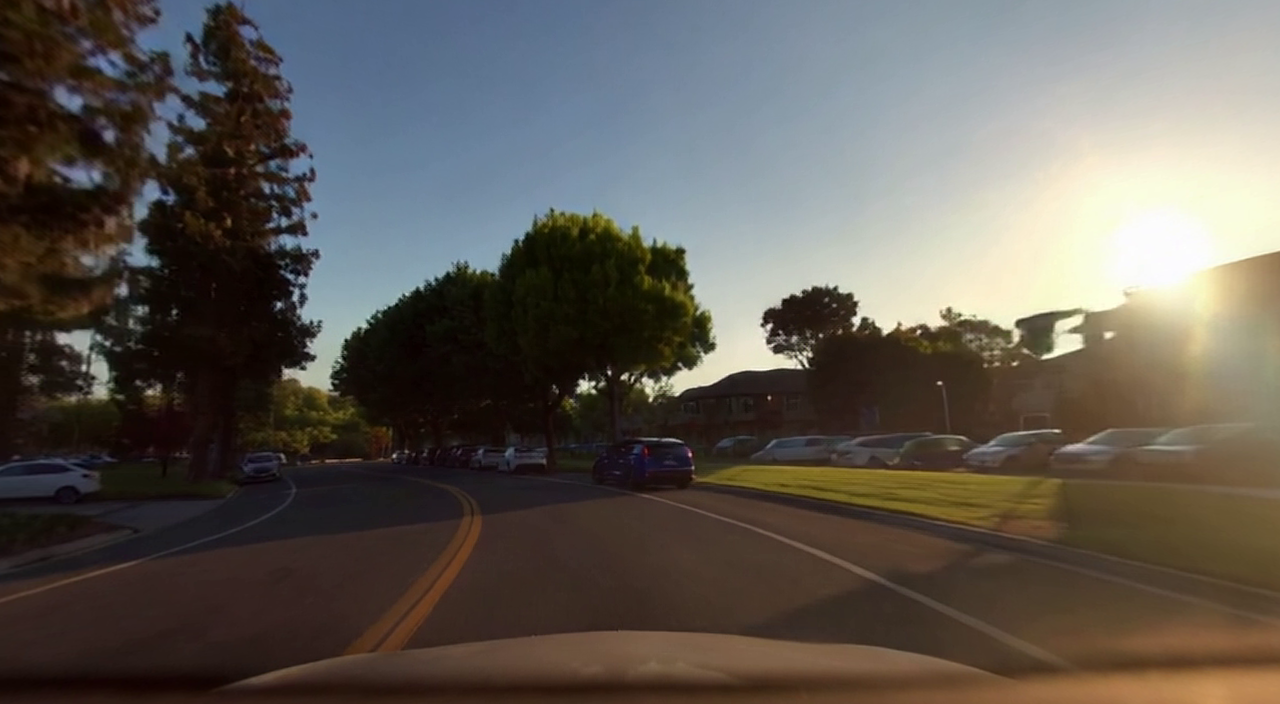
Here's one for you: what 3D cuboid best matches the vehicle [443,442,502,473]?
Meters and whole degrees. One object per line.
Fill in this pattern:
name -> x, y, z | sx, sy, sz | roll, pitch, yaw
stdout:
vehicle -> -10.248, 6.361, 38.401 | 2.055, 1.731, 4.686 | 5, -10, -32

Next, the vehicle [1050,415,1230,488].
vehicle -> 13.675, 2.634, 17.277 | 4.372, 1.723, 2.229 | 3, -8, -29

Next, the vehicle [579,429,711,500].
vehicle -> -0.028, 3.361, 19.808 | 2.042, 1.817, 5.202 | 3, -7, -25

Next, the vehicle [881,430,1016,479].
vehicle -> 10.532, 3.455, 21.536 | 4.225, 1.517, 2.036 | 5, -10, -31

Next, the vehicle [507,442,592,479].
vehicle -> -4.202, 4.875, 28.802 | 2.053, 1.519, 4.611 | 5, -10, -32

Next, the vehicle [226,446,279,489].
vehicle -> -20.019, 5.850, 32.585 | 2.154, 1.870, 5.118 | 2, -8, -32

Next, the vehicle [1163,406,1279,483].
vehicle -> 15.057, 2.193, 15.028 | 5.110, 1.570, 2.206 | 5, -10, -30

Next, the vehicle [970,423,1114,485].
vehicle -> 12.461, 3.126, 19.544 | 4.243, 1.470, 2.010 | 0, -9, -33
